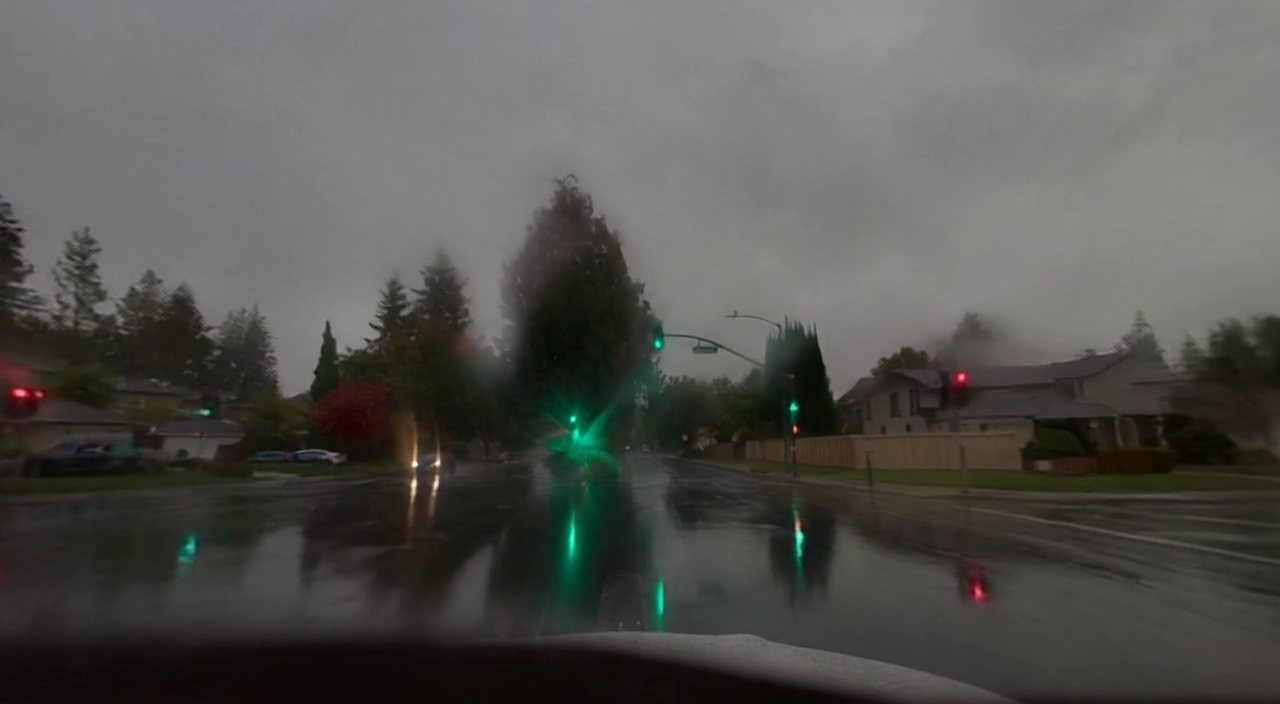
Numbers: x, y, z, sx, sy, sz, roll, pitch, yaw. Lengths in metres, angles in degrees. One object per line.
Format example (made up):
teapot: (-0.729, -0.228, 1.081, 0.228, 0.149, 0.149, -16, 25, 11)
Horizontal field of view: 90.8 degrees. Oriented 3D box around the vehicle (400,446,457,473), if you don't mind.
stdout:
vehicle: (-12.689, 6.443, 38.159, 1.932, 1.500, 4.260, 0, -9, 0)
